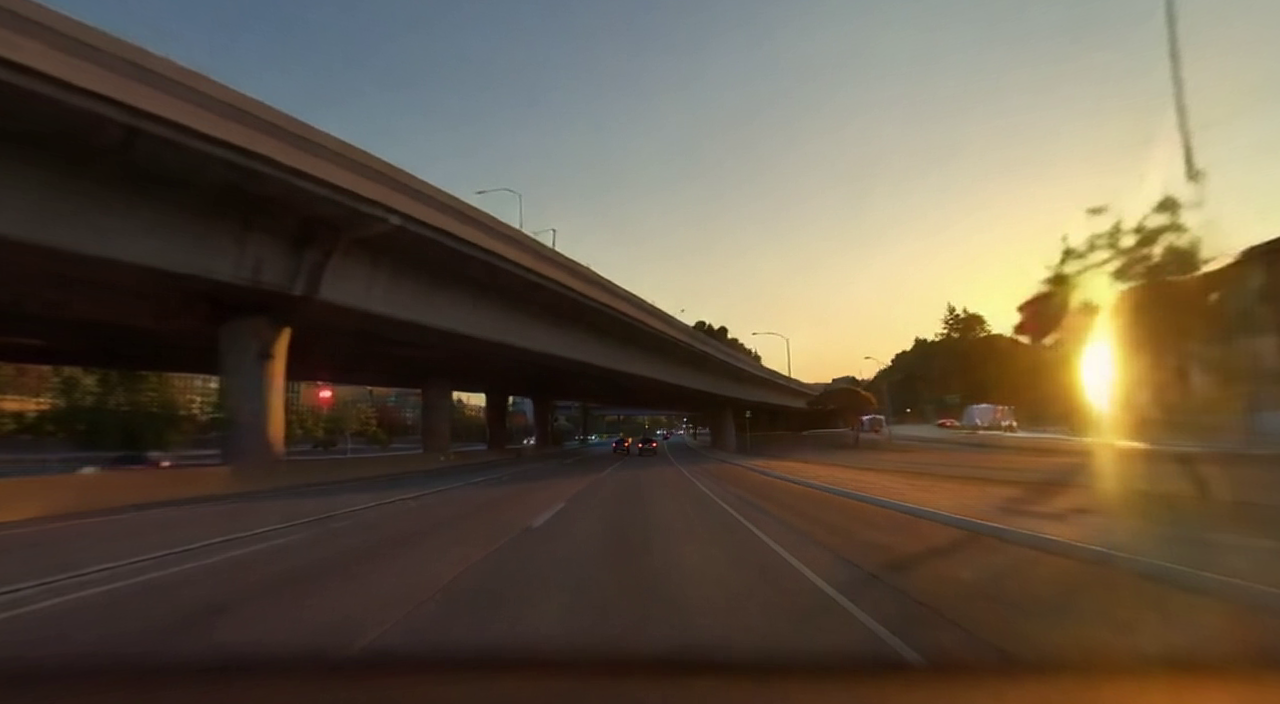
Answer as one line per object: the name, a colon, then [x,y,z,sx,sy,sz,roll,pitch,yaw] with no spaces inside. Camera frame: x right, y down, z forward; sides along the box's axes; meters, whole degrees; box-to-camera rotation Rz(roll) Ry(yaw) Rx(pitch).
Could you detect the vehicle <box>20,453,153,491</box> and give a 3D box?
vehicle: [-24.534,5.314,28.218,1.755,1.468,4.571,-1,-9,1]
